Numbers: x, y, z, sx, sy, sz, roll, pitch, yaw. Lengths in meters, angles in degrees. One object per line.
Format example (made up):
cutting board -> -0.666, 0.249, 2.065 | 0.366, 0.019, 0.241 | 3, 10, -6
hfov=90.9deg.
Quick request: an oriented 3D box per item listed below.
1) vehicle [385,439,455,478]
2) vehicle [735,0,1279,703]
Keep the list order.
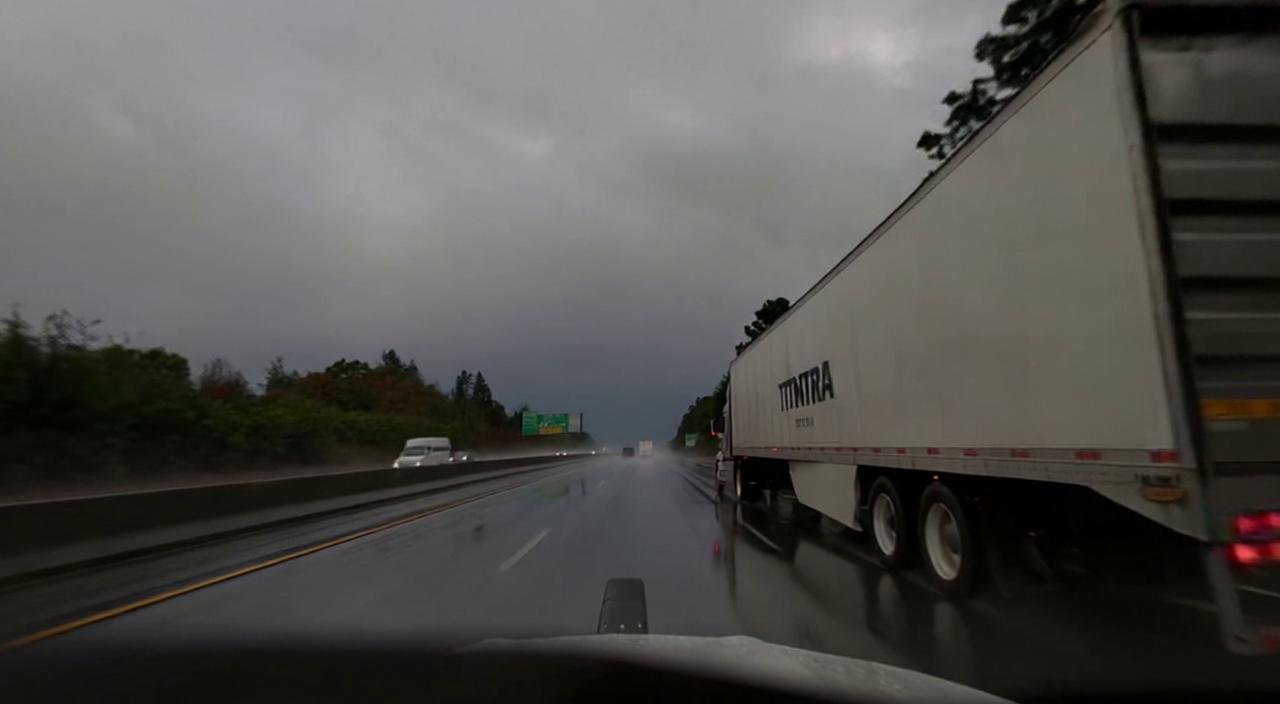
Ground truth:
vehicle -> -15.000, 7.319, 43.525 | 2.441, 2.500, 6.307 | 0, -9, 1
vehicle -> 4.080, 0.723, 9.642 | 2.947, 4.020, 14.220 | 0, -9, 0
